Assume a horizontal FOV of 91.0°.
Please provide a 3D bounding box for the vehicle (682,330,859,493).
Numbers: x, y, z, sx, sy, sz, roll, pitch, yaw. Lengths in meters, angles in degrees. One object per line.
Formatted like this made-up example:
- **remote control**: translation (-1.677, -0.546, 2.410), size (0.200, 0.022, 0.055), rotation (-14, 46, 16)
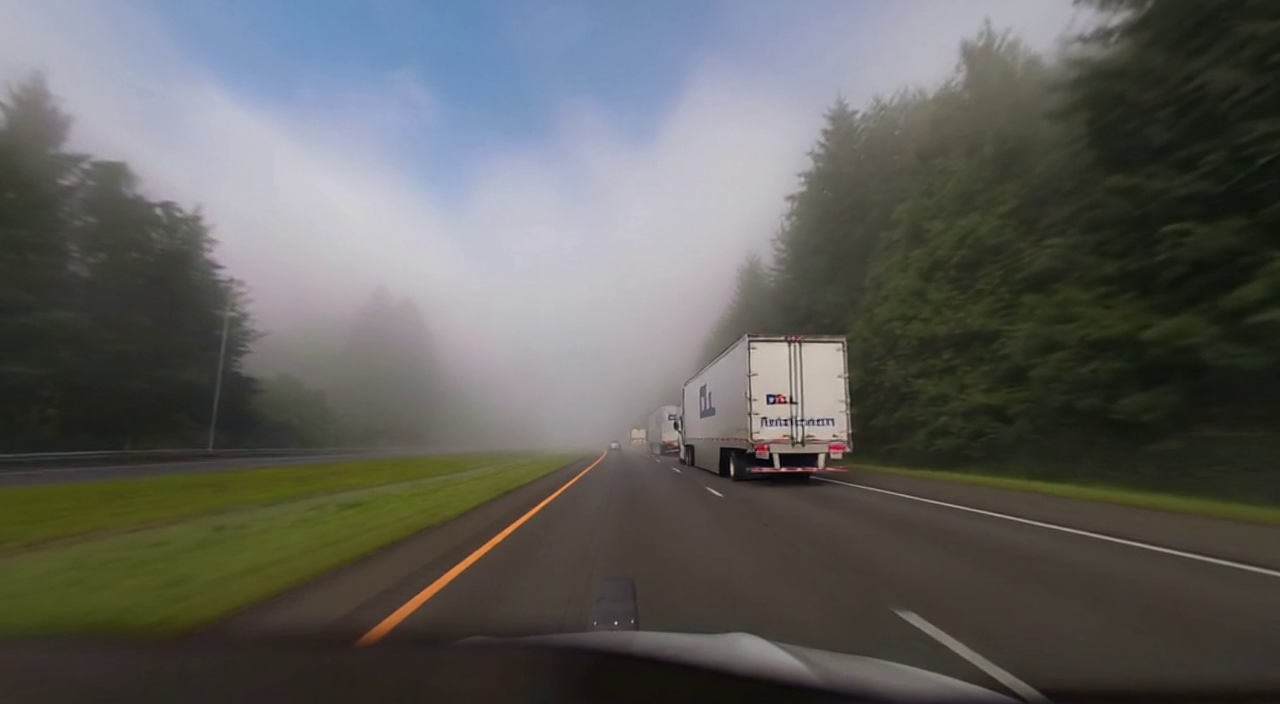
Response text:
- **vehicle**: translation (3.700, 2.474, 22.945), size (2.863, 4.031, 14.678), rotation (0, -8, -2)
